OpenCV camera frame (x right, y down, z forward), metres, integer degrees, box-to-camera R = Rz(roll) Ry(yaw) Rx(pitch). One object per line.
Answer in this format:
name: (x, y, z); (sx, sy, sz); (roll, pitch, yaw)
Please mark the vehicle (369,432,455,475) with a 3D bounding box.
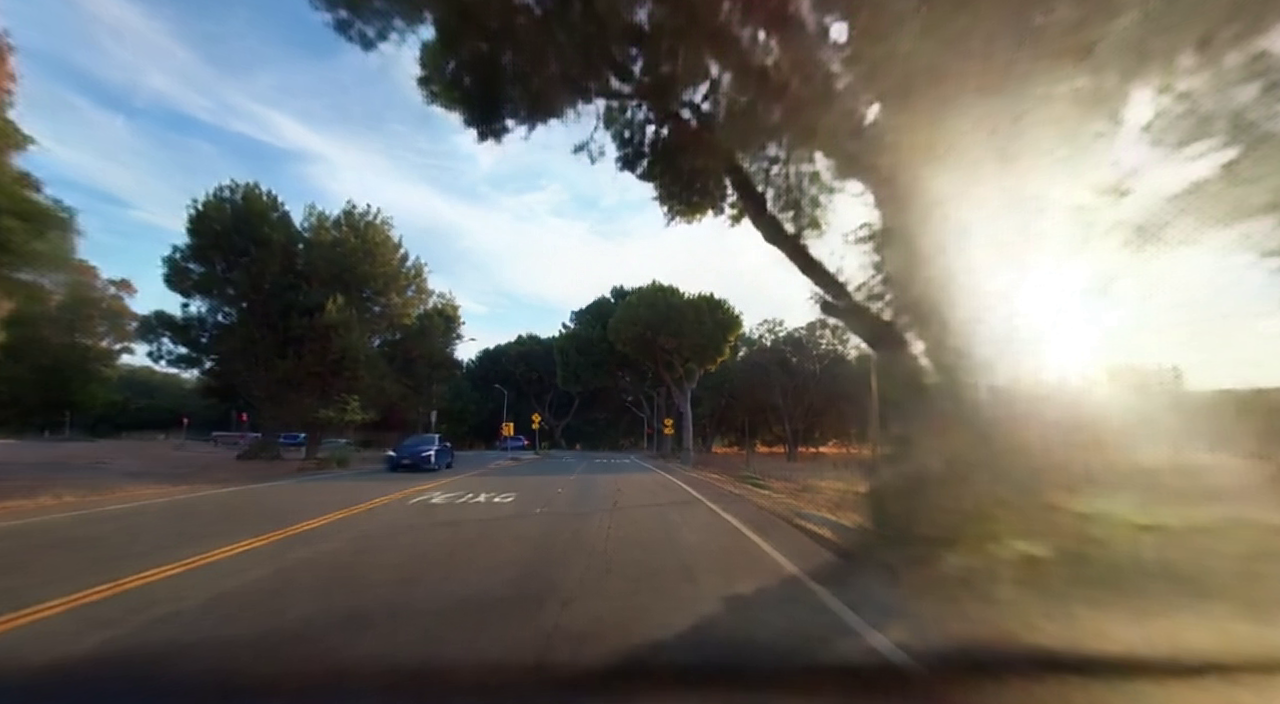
vehicle: (-9.257, 4.149, 25.985); (2.129, 1.590, 4.616); (0, -8, -4)
